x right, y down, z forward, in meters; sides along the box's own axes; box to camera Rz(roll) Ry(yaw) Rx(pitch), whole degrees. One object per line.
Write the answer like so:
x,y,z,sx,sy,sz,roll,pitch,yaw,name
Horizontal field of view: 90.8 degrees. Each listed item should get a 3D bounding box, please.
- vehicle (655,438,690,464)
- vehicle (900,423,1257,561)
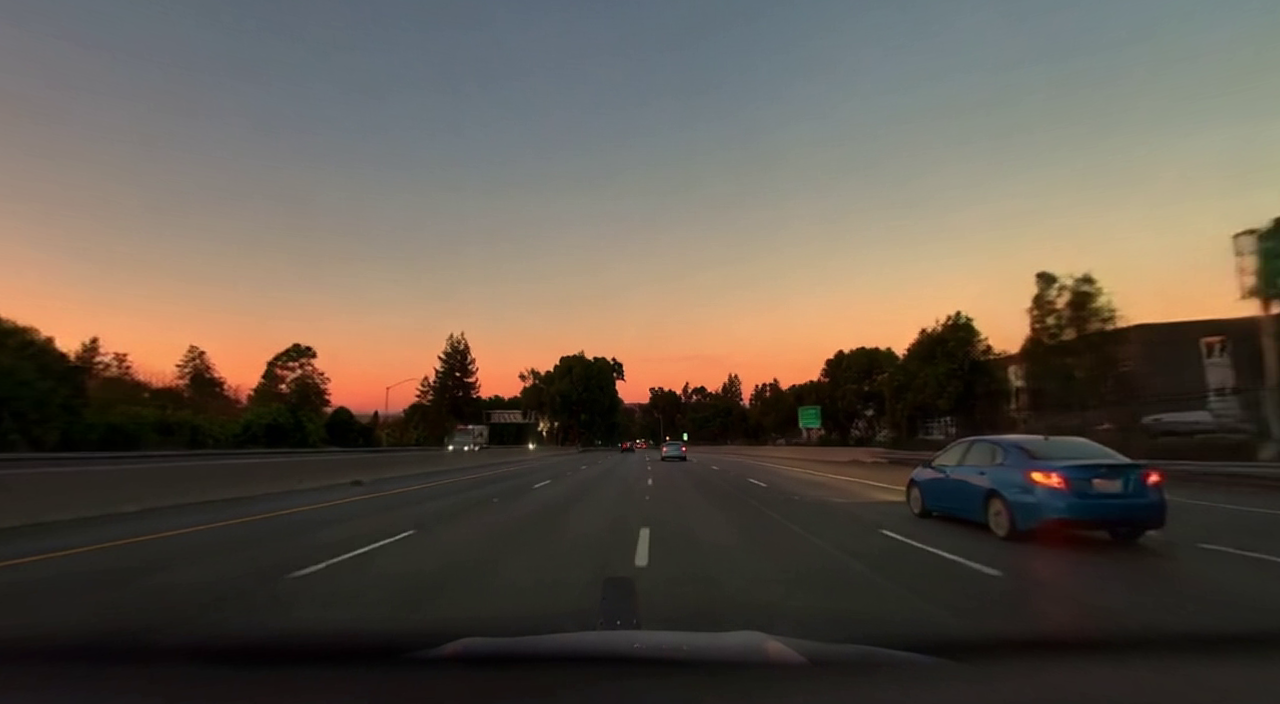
2.226,6.862,44.027,2.127,1.692,4.382,0,-9,-1,vehicle
5.889,1.931,9.470,2.029,1.528,4.644,0,-9,0,vehicle
